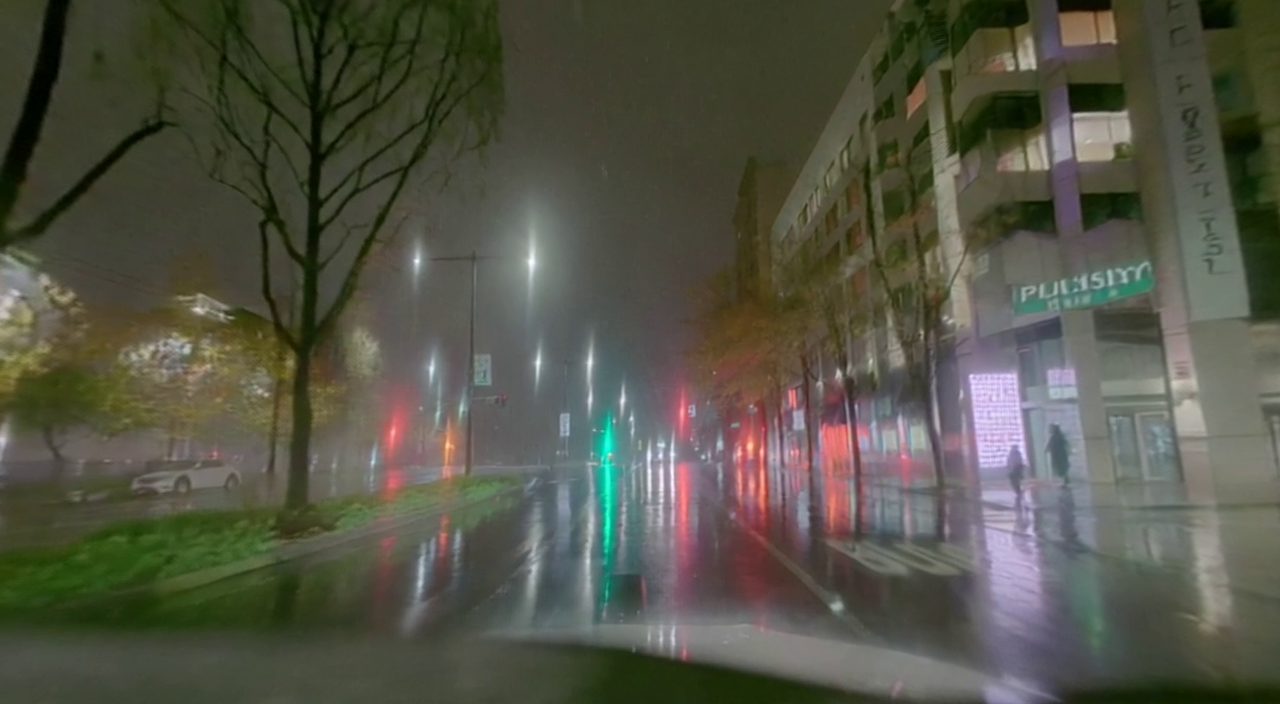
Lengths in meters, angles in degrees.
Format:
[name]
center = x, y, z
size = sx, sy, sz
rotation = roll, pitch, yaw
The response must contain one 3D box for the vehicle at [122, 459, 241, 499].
[vehicle]
center = -20.029, 5.548, 27.875
size = 1.840, 1.440, 4.442
rotation = -3, -9, 2
